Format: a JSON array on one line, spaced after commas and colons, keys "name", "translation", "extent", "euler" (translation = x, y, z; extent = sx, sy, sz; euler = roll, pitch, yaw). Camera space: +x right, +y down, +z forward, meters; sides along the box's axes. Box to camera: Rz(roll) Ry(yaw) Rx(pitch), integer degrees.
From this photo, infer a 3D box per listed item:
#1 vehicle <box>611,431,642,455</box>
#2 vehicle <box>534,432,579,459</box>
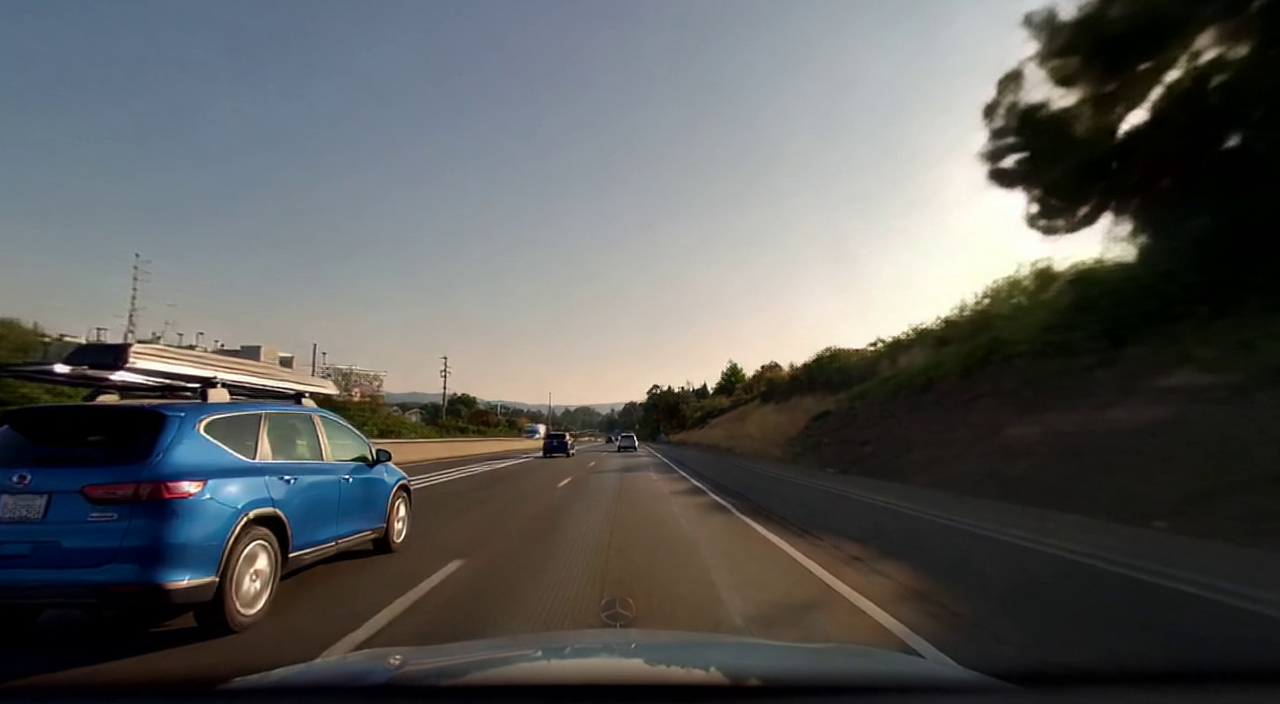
[{"name": "vehicle", "translation": [-0.949, 6.612, 45.876], "extent": [2.151, 1.618, 3.898], "euler": [0, -8, -1]}, {"name": "vehicle", "translation": [-5.081, 5.732, 38.903], "extent": [2.189, 1.580, 4.607], "euler": [0, -8, -1]}]
